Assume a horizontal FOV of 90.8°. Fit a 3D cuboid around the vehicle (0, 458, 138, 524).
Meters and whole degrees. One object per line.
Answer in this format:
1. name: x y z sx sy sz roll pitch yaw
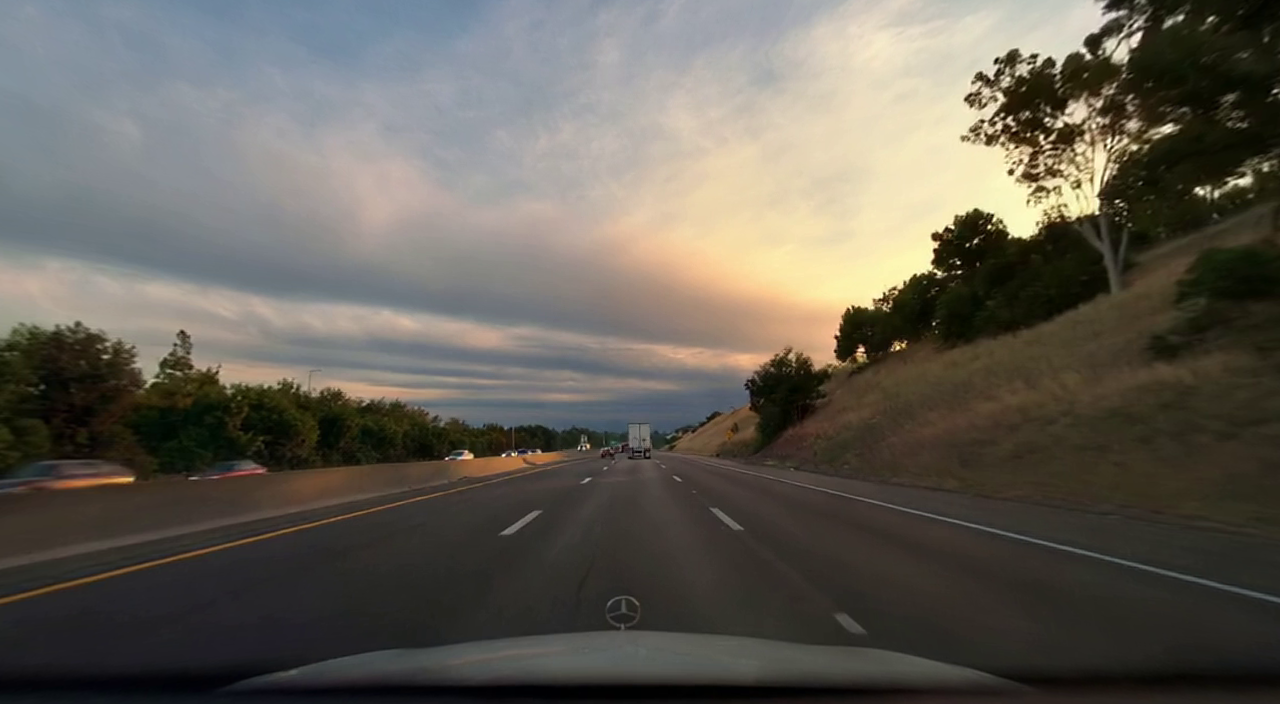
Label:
1. vehicle: -16.075 3.563 16.547 2.036 1.500 4.625 0 -9 0
